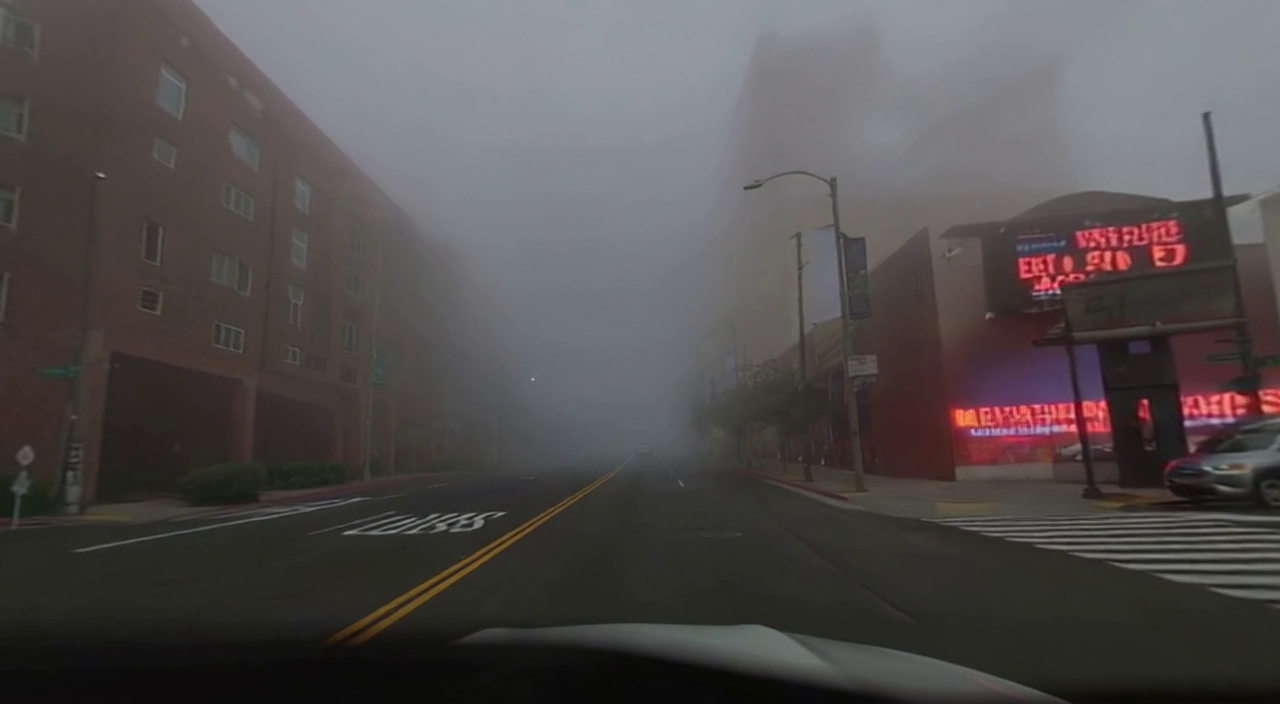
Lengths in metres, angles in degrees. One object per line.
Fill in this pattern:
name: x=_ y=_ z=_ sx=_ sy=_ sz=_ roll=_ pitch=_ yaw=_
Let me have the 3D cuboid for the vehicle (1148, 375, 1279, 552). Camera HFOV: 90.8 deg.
vehicle: x=9.145 y=1.229 z=7.102 sx=4.694 sy=1.826 sz=2.226 roll=-2 pitch=-9 yaw=11
